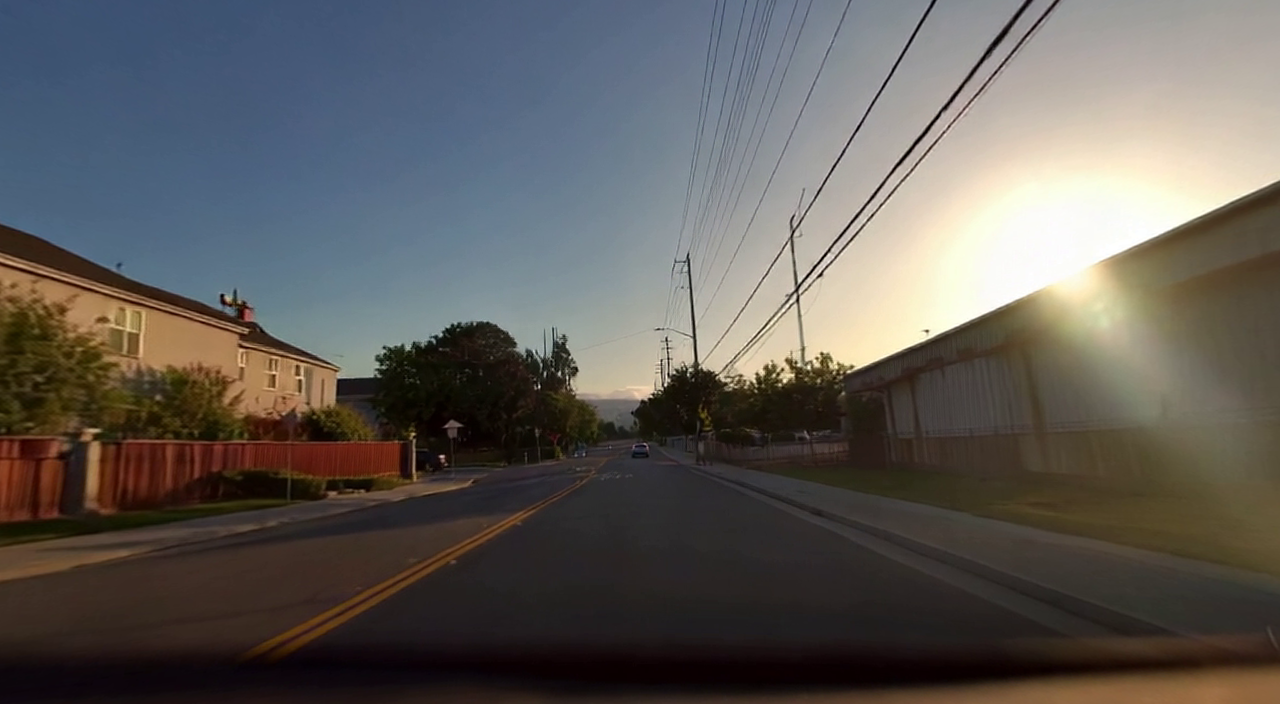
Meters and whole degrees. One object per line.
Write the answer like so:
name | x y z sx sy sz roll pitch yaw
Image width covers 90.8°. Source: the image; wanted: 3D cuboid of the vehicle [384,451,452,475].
vehicle | -17.129 8.561 49.015 4.556 1.767 2.023 0 -9 -4
